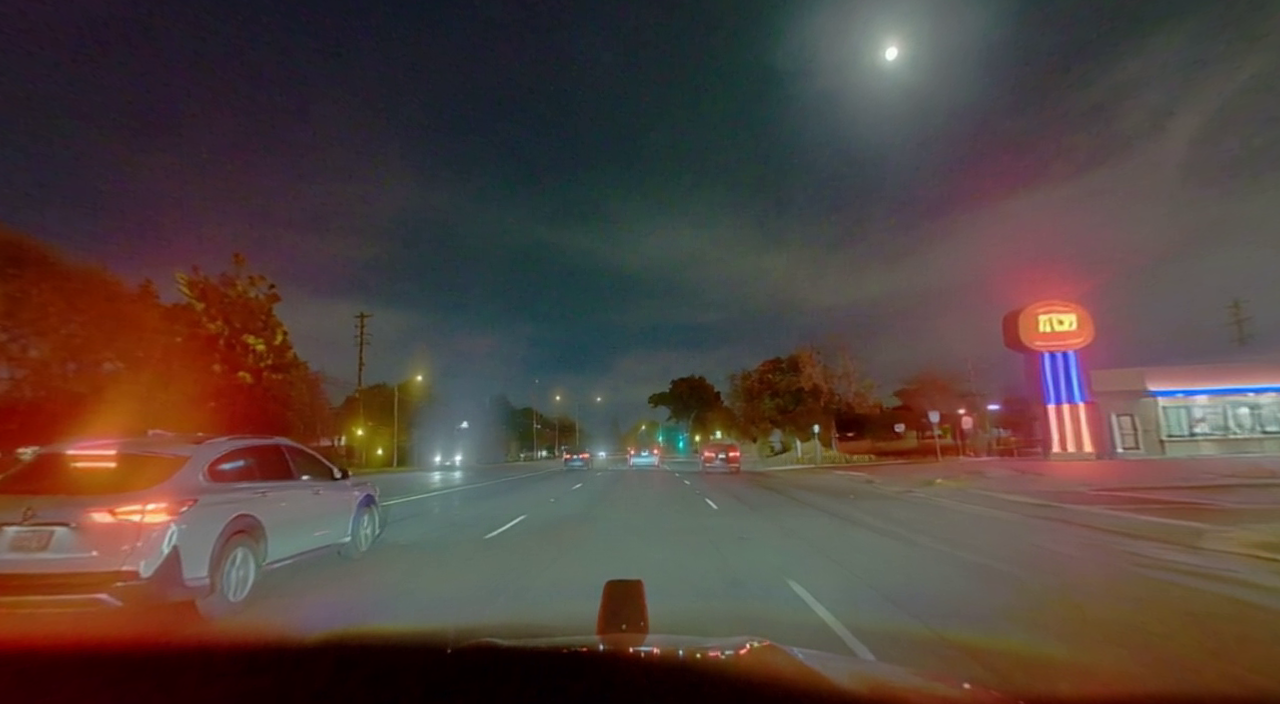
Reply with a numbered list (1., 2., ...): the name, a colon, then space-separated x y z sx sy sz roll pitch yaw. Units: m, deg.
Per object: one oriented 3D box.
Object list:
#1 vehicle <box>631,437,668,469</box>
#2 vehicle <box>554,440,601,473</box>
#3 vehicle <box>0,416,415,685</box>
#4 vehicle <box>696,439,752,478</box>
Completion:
1. vehicle: 0.567 6.316 39.378 2.193 1.873 4.033 0 -9 0
2. vehicle: -3.349 5.679 34.482 2.026 1.665 4.193 0 -9 2
3. vehicle: -3.871 1.435 5.767 1.908 1.481 4.351 0 -9 1
4. vehicle: 3.619 4.658 27.753 1.922 1.579 3.642 0 -9 -1
